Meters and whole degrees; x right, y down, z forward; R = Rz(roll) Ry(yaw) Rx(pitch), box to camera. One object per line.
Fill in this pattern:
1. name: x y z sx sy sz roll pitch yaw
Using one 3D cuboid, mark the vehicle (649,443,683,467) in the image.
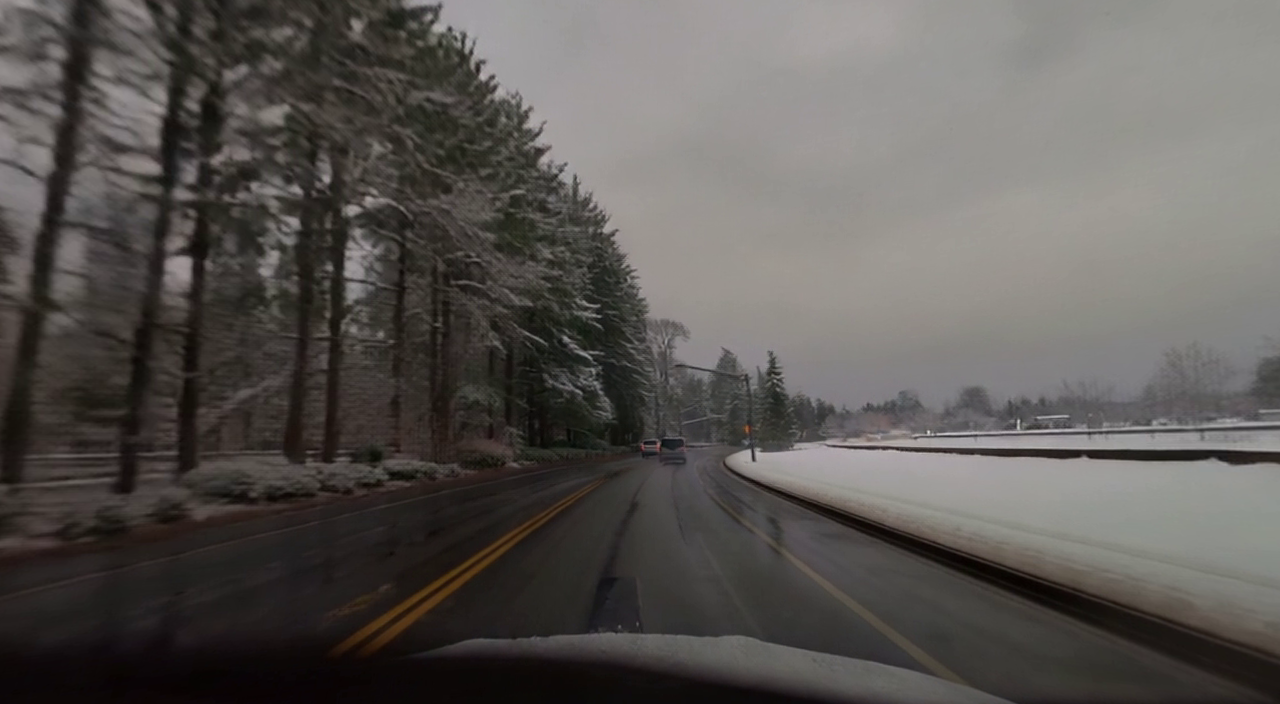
1. vehicle: 1.785 6.909 42.574 2.071 1.474 4.047 -1 -8 6
